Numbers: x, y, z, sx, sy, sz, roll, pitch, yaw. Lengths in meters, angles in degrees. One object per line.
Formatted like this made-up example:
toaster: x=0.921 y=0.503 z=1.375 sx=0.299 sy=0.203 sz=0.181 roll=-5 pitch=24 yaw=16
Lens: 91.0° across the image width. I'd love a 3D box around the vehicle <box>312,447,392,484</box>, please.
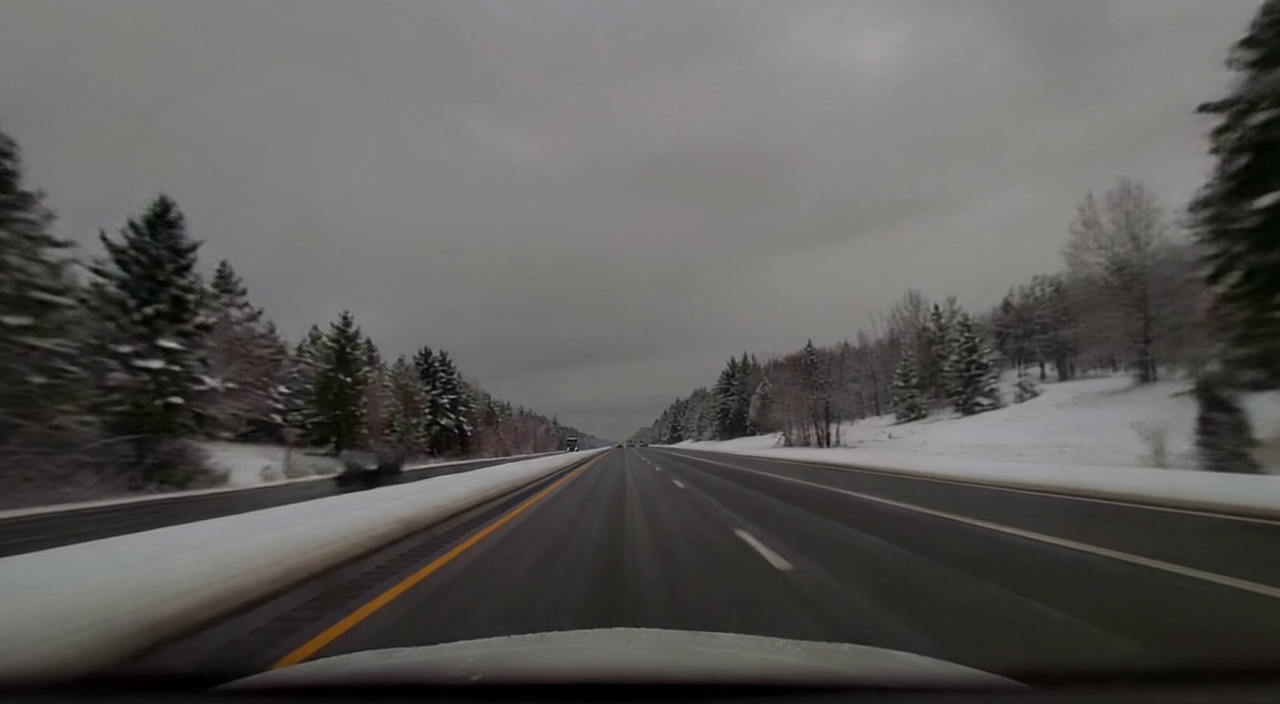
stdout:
vehicle: x=-13.570 y=5.350 z=29.941 sx=1.990 sy=1.551 sz=3.957 roll=0 pitch=-8 yaw=-2
